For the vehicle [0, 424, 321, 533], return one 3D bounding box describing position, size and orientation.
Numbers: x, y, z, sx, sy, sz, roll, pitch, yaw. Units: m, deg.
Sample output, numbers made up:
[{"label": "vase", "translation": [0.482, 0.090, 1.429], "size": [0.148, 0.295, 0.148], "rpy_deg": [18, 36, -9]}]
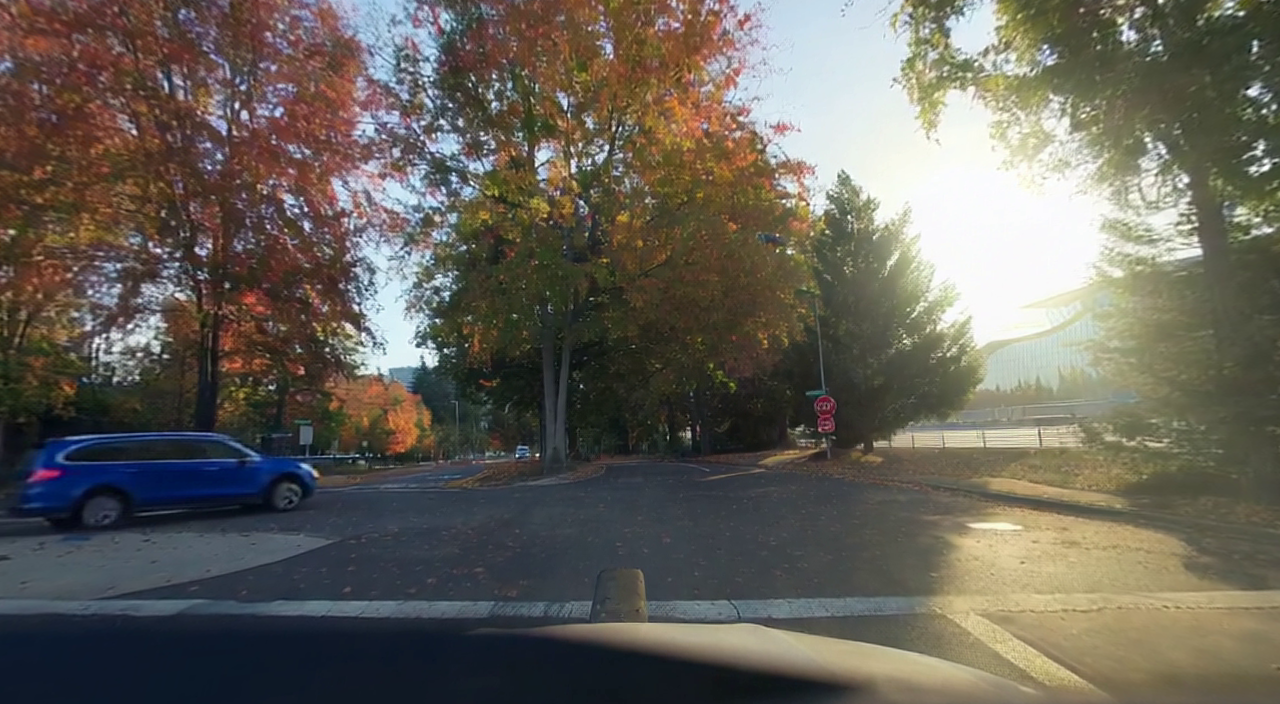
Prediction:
[{"label": "vehicle", "translation": [-10.689, 2.746, 14.317], "size": [5.607, 2.012, 2.284], "rpy_deg": [7, -11, -40]}]
